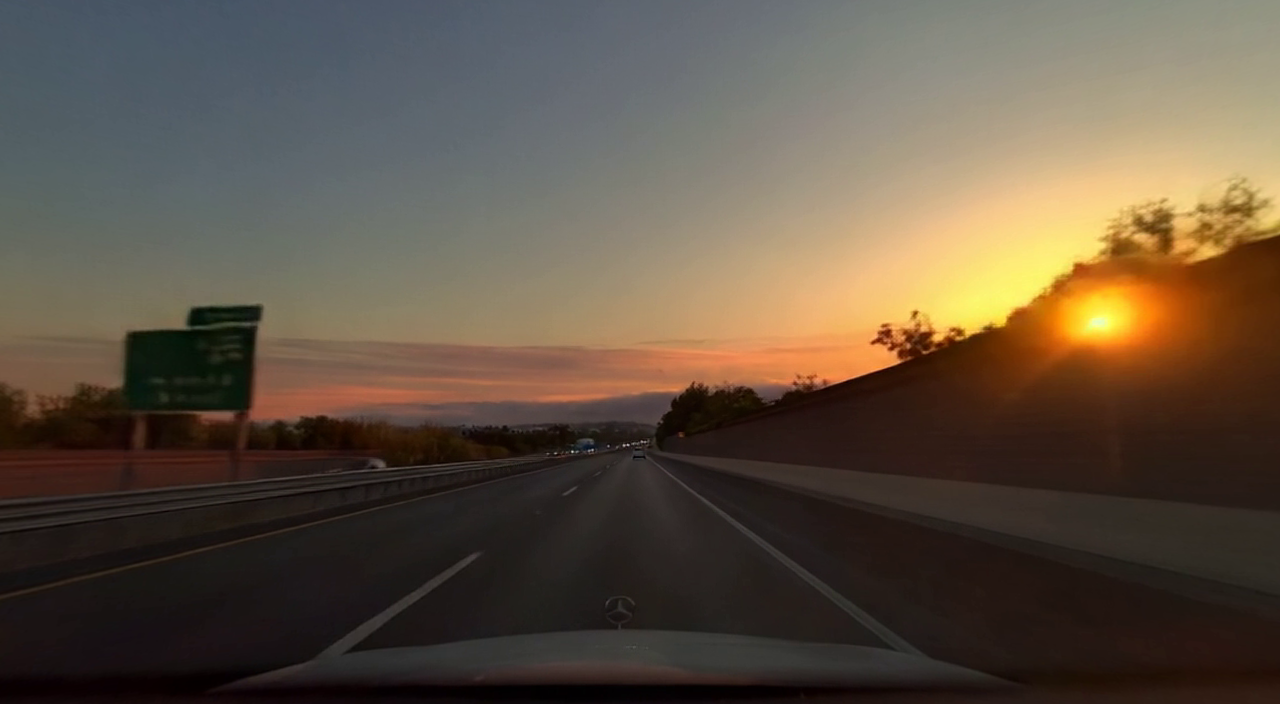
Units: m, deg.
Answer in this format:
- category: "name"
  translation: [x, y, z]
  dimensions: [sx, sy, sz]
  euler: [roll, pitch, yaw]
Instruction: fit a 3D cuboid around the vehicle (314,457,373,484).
- category: "vehicle"
  translation: [-17.544, 7.013, 37.398]
  dimensions: [1.713, 1.429, 3.688]
  euler: [0, -9, 0]
